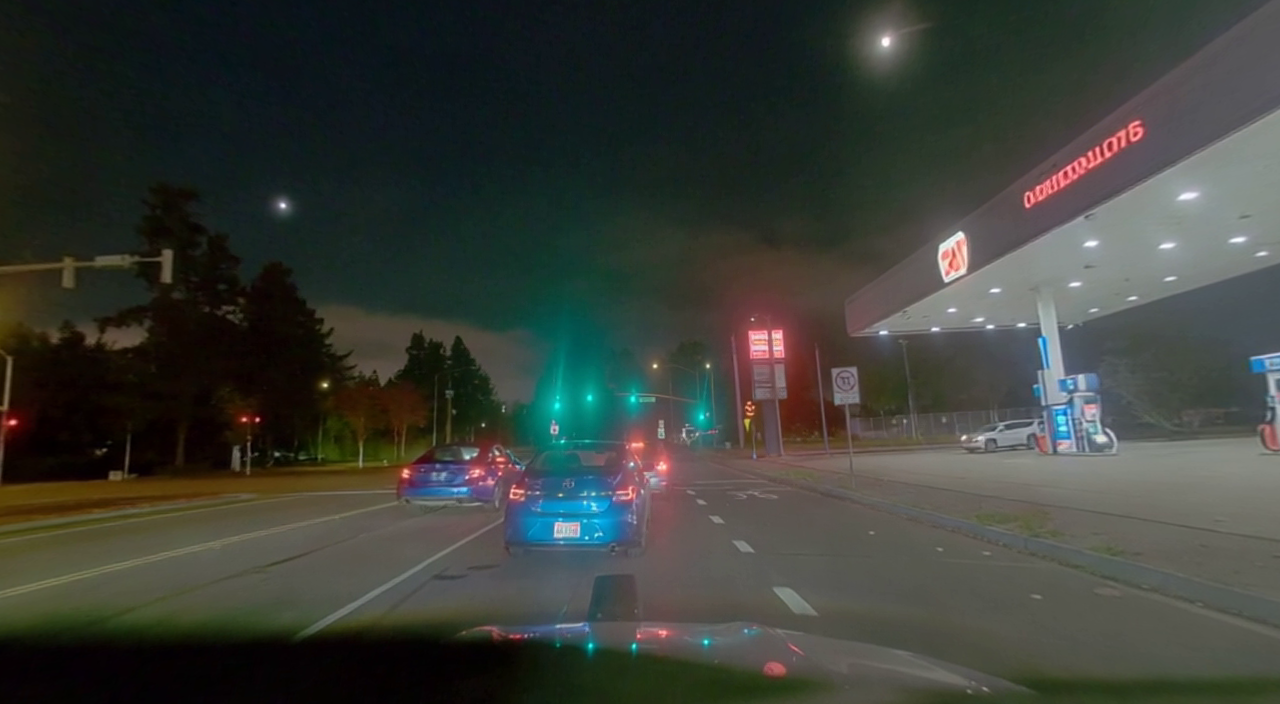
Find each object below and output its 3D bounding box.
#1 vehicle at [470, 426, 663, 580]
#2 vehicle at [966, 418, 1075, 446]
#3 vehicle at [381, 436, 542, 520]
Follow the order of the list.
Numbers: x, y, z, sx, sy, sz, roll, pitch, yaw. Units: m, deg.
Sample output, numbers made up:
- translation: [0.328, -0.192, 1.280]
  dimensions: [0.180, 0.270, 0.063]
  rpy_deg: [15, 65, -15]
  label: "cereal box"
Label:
- translation: [-0.658, 1.833, 8.561]
  dimensions: [1.916, 1.510, 4.447]
  rpy_deg: [0, -8, 2]
  label: "vehicle"
- translation: [21.546, 4.584, 35.941]
  dimensions: [4.874, 1.502, 2.048]
  rpy_deg: [0, -8, 0]
  label: "vehicle"
- translation: [-3.648, 2.666, 13.998]
  dimensions: [1.995, 1.506, 4.773]
  rpy_deg: [-1, -8, 3]
  label: "vehicle"
